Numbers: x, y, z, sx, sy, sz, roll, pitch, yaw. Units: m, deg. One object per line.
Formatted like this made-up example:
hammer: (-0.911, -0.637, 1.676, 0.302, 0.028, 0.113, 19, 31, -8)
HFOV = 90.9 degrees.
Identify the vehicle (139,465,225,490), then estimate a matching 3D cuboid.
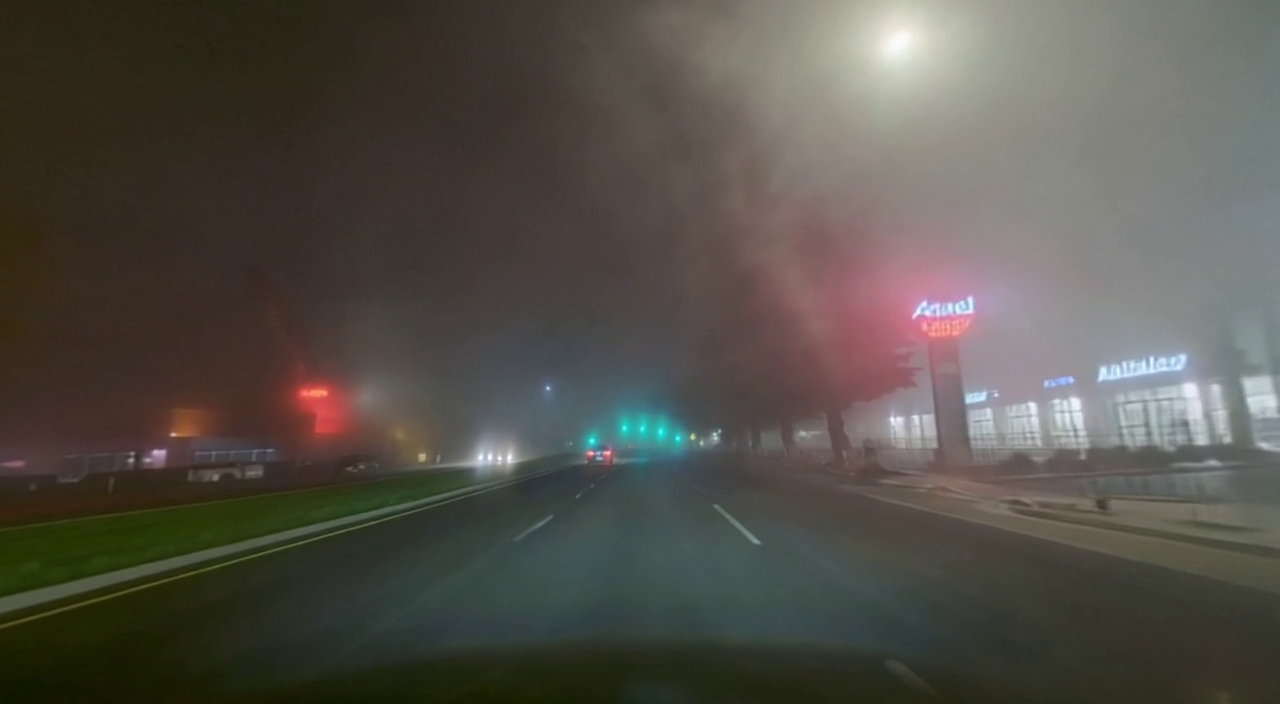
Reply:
vehicle: (-33.231, 9.117, 45.829, 4.764, 1.448, 1.876, -3, -8, -3)

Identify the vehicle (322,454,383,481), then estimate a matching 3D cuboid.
vehicle: (-21.740, 8.716, 47.890, 2.262, 1.703, 4.728, -5, -8, 3)

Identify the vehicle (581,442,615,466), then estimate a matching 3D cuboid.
vehicle: (-2.653, 6.557, 40.677, 1.926, 1.442, 4.231, 0, -8, 0)
